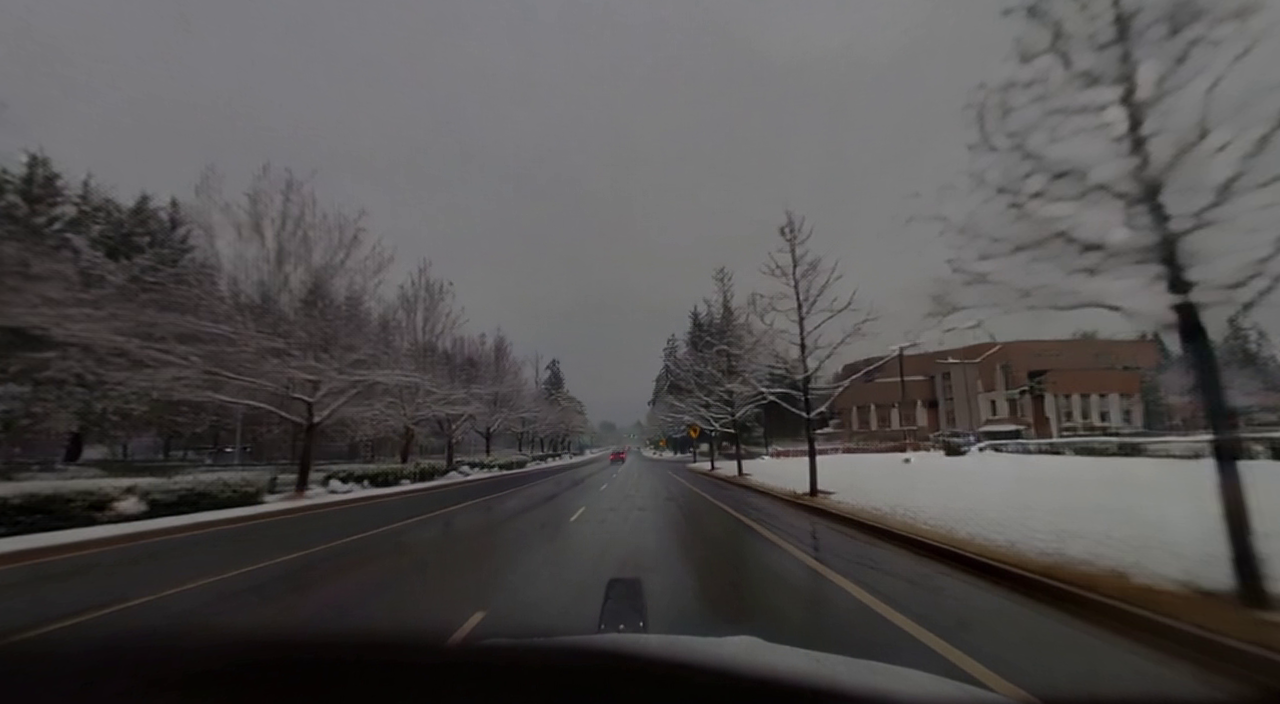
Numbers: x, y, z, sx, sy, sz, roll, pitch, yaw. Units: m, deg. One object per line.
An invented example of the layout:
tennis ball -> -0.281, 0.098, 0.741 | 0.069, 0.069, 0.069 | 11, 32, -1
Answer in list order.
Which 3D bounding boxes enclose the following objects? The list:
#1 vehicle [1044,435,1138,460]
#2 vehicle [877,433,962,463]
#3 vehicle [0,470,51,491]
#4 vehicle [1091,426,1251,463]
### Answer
vehicle -> 29.068, 6.167, 40.742 | 1.910, 1.451, 4.433 | 5, -10, -32
vehicle -> 14.397, 4.966, 32.638 | 3.641, 1.408, 1.584 | -2, -8, 4
vehicle -> -46.532, 9.547, 46.927 | 3.594, 1.411, 1.647 | -1, -9, -3
vehicle -> 27.374, 4.808, 32.790 | 2.196, 1.745, 5.838 | 5, -10, -33
